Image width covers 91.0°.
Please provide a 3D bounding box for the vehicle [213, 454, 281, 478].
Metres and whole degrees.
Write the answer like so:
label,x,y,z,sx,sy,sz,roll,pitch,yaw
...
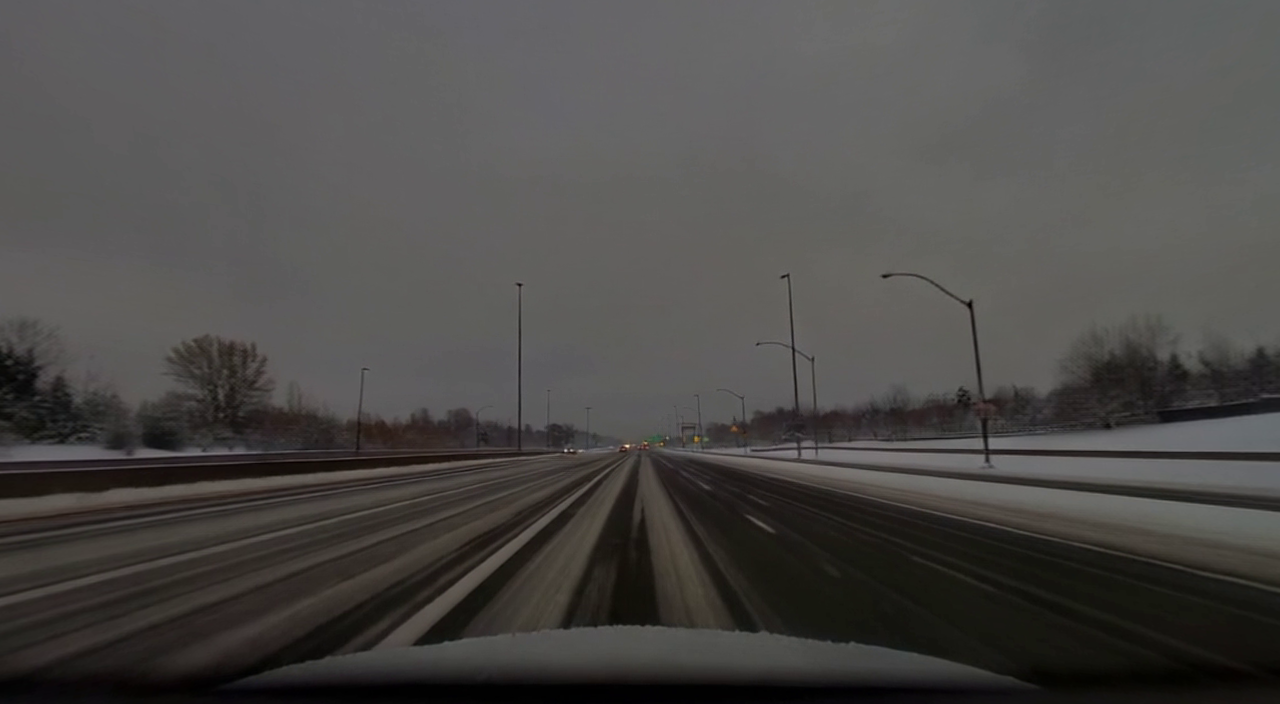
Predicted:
label,x,y,z,sx,sy,sz,roll,pitch,yaw
vehicle,-28.103,8.162,45.243,1.894,1.521,4.466,0,-9,1
